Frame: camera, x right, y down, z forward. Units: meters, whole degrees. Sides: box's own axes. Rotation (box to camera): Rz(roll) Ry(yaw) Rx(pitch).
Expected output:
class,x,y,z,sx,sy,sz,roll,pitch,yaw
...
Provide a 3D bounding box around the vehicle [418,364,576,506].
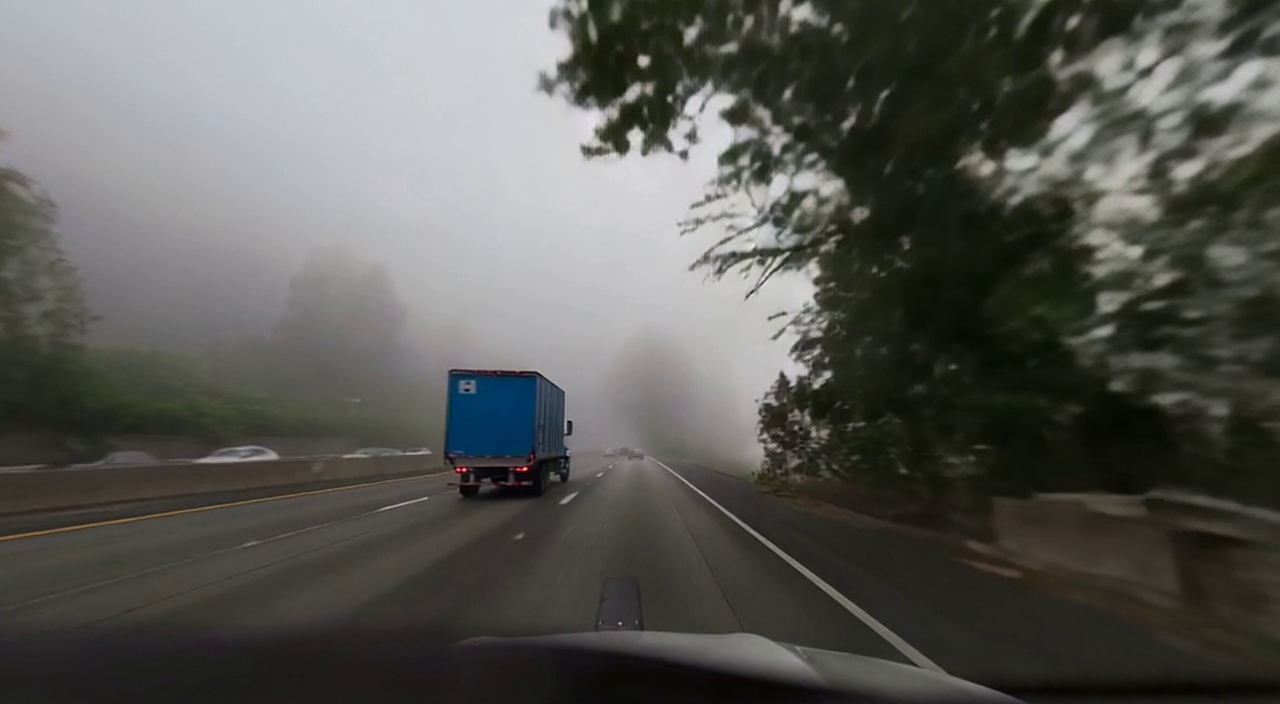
class,x,y,z,sx,sy,sz,roll,pitch,yaw
vehicle,-3.747,2.532,18.955,2.874,3.309,8.208,0,-8,-1
